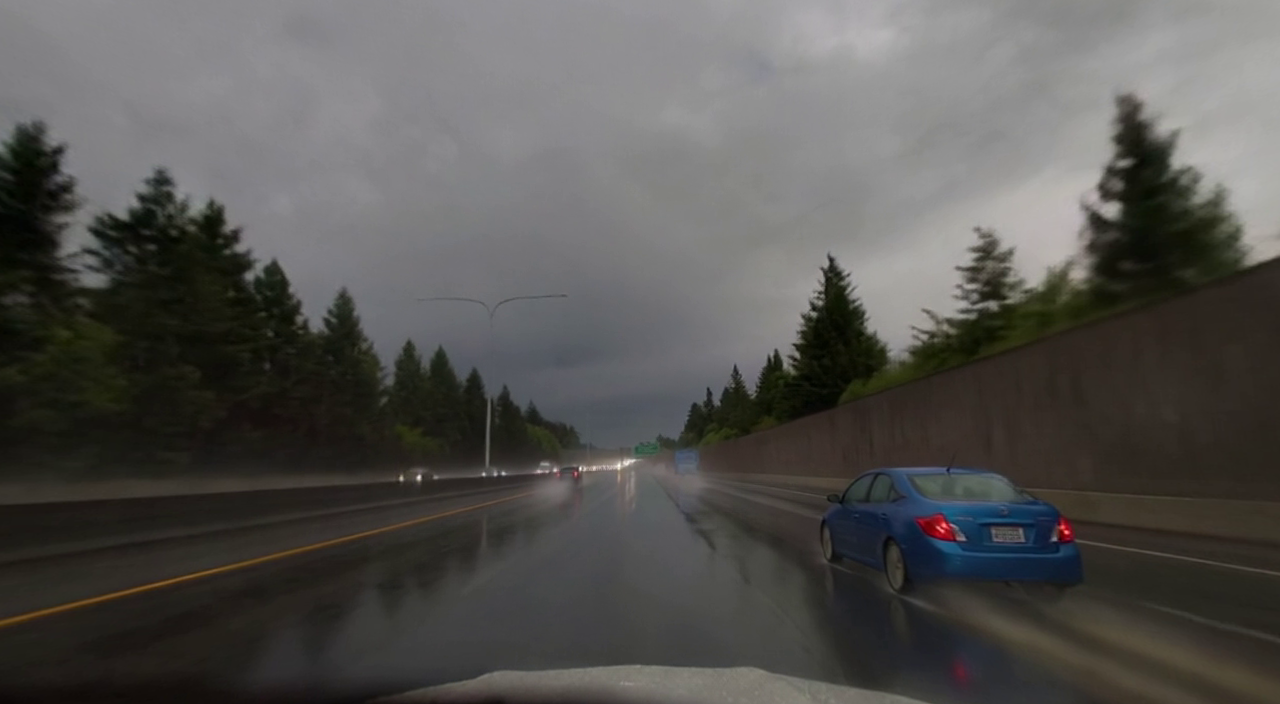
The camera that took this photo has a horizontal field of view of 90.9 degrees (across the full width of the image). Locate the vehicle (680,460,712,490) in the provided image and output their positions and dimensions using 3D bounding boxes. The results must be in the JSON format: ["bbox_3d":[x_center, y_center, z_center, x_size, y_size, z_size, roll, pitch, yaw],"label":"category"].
[{"bbox_3d":[4.243,9.423,48.526,2.030,2.172,3.621,1,-10,-2],"label":"vehicle"}]

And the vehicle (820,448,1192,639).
[{"bbox_3d":[3.641,1.970,7.273,1.938,1.561,3.786,1,-10,-1],"label":"vehicle"}]

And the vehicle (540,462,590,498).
[{"bbox_3d":[-3.840,6.692,33.056,2.021,1.706,4.247,1,-10,1],"label":"vehicle"}]

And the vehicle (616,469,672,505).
[{"bbox_3d":[0.188,5.837,27.542,2.241,1.425,3.973,1,-10,0],"label":"vehicle"}]
